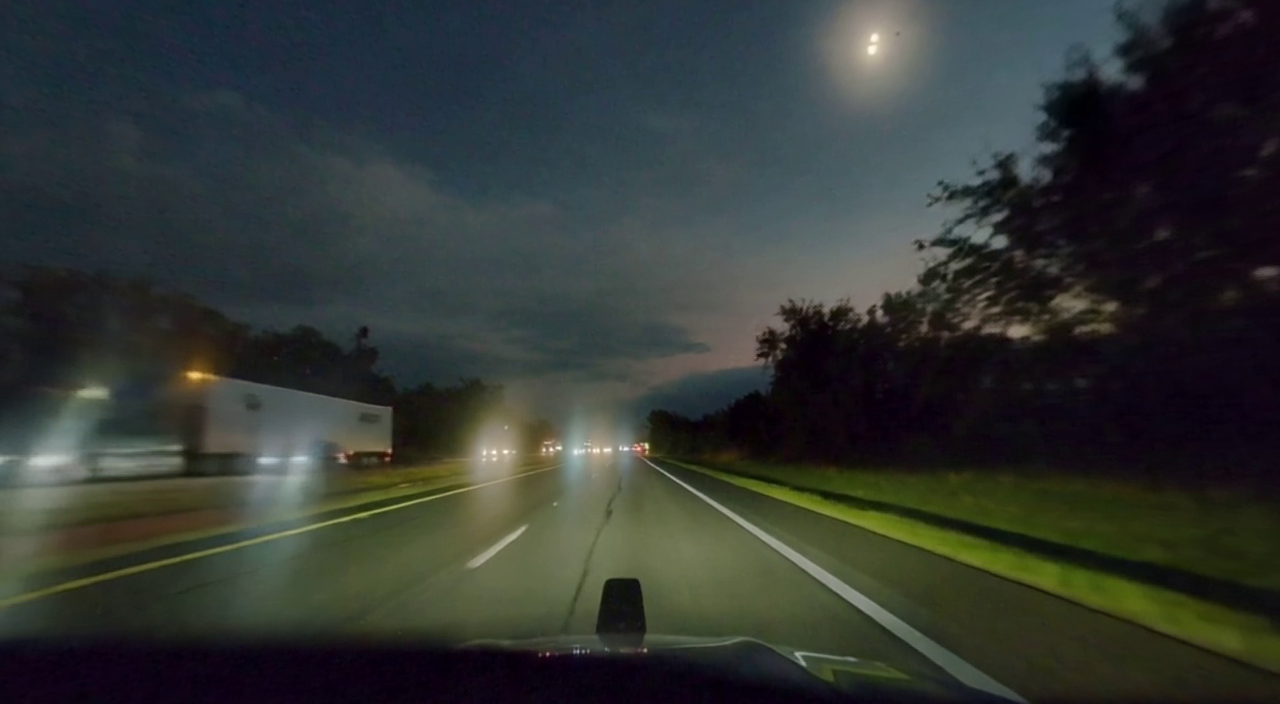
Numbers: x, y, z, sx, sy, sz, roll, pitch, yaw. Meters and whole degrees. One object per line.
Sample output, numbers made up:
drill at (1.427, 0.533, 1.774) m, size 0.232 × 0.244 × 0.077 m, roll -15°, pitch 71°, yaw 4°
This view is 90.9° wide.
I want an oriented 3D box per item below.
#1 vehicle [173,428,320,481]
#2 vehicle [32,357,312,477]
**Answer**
vehicle at (-12.170, 3.231, 19.889) m, size 1.960 × 1.471 × 4.203 m, roll 0°, pitch -9°, yaw -1°
vehicle at (-16.617, 2.723, 23.971) m, size 2.903 × 3.554 × 10.284 m, roll 0°, pitch -9°, yaw -1°
